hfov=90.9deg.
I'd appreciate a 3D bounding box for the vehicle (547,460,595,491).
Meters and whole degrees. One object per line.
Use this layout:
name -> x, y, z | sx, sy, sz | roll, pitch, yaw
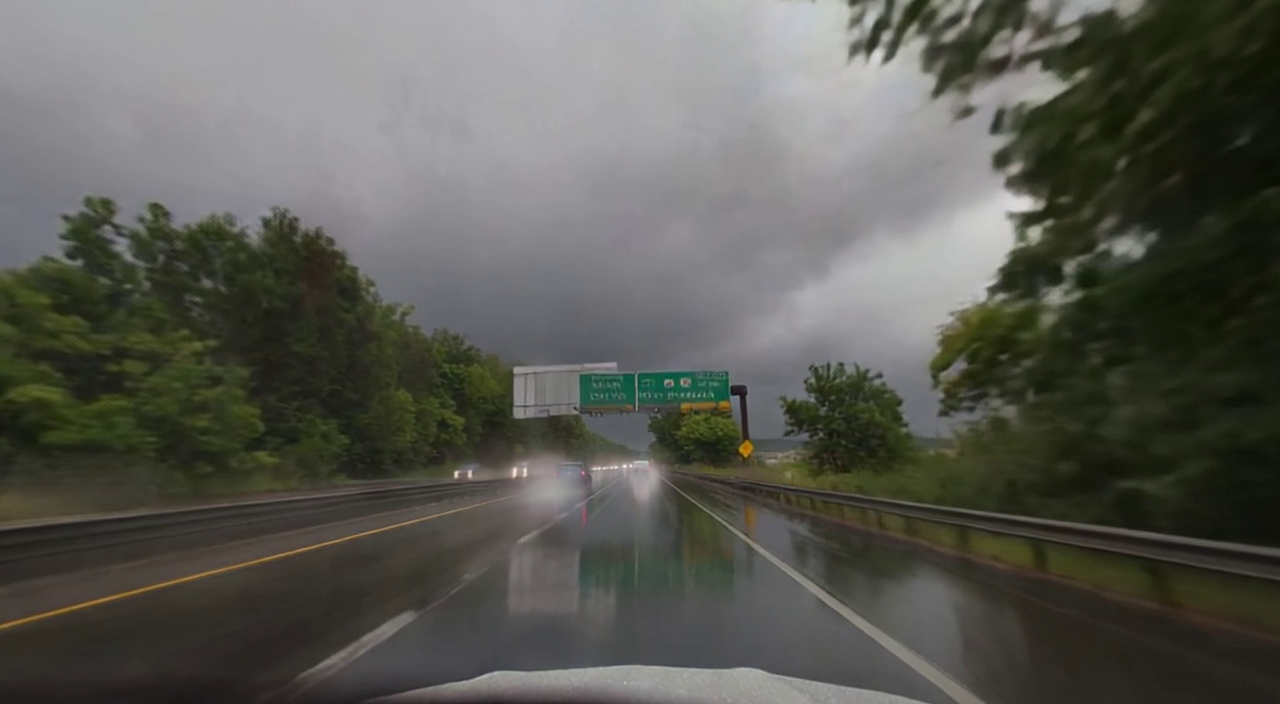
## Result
vehicle -> -3.745, 6.801, 34.772 | 2.081, 1.586, 4.245 | 0, -10, 1
